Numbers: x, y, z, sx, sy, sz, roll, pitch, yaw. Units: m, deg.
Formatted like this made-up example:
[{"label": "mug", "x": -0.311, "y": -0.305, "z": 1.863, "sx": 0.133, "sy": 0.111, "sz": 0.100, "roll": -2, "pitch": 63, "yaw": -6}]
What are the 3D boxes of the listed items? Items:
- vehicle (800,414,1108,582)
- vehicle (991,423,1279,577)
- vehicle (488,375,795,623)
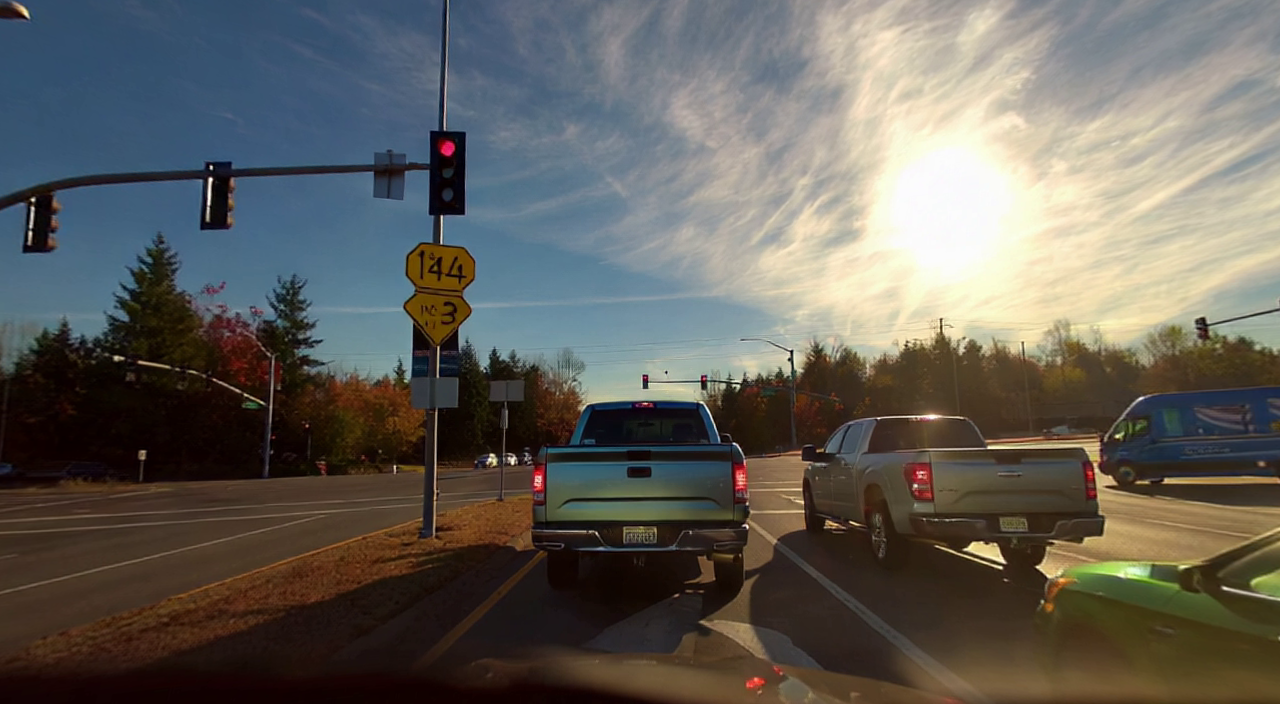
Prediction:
[{"label": "vehicle", "x": 3.563, "y": 1.717, "z": 8.189, "sx": 1.981, "sy": 1.616, "sz": 4.006, "roll": 0, "pitch": -8, "yaw": 1}, {"label": "vehicle", "x": 6.828, "y": 1.740, "z": 8.262, "sx": 1.973, "sy": 1.470, "sz": 4.228, "roll": 0, "pitch": -8, "yaw": -1}, {"label": "vehicle", "x": 0.048, "y": 1.477, "z": 7.359, "sx": 2.326, "sy": 1.880, "sz": 4.964, "roll": 0, "pitch": -8, "yaw": 1}]
